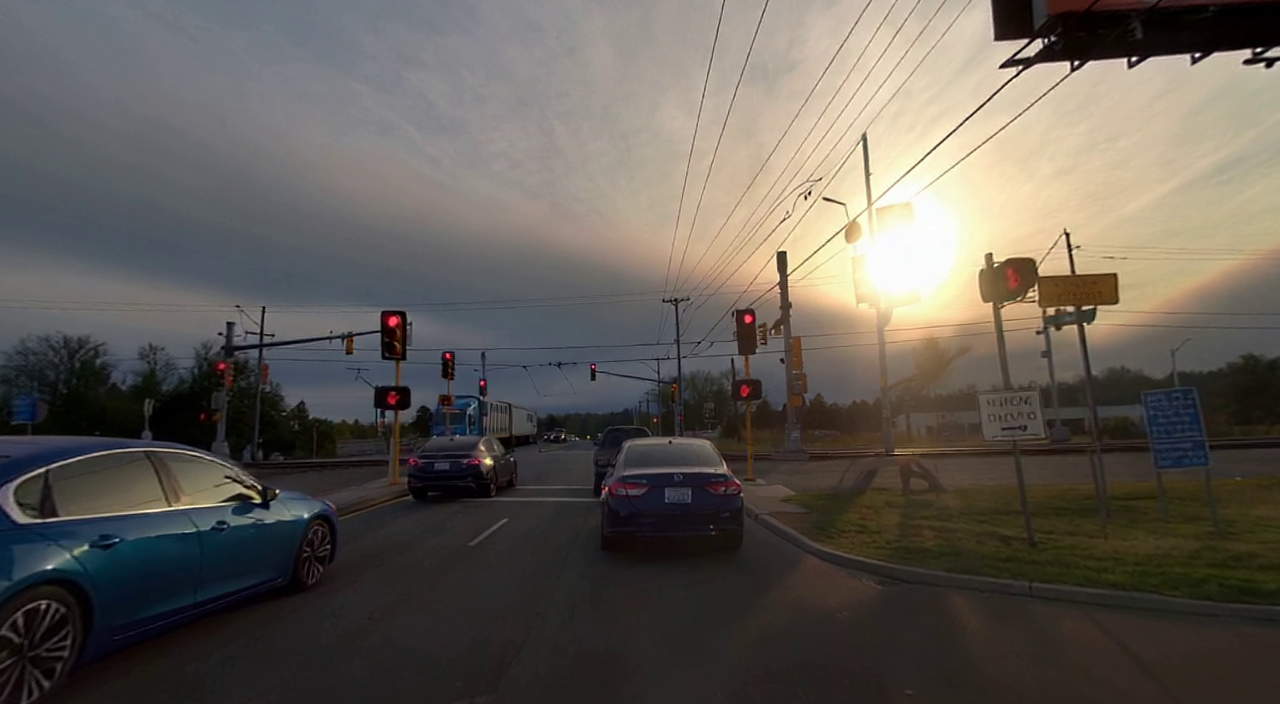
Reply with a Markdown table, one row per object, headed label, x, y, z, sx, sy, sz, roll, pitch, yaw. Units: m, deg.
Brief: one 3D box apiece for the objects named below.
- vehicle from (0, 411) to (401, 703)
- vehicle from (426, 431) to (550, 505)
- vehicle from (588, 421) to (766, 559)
| label | x | y | z | sx | sy | sz | roll | pitch | yaw |
| --- | --- | --- | --- | --- | --- | --- | --- | --- | --- |
| vehicle | -3.705 | 1.317 | 4.856 | 1.956 | 1.468 | 4.585 | 0 | -8 | 0 |
| vehicle | -3.381 | 2.663 | 14.905 | 1.984 | 1.505 | 3.982 | 0 | -8 | -1 |
| vehicle | 0.321 | 1.849 | 9.140 | 1.998 | 1.529 | 3.960 | 0 | -9 | -3 |
